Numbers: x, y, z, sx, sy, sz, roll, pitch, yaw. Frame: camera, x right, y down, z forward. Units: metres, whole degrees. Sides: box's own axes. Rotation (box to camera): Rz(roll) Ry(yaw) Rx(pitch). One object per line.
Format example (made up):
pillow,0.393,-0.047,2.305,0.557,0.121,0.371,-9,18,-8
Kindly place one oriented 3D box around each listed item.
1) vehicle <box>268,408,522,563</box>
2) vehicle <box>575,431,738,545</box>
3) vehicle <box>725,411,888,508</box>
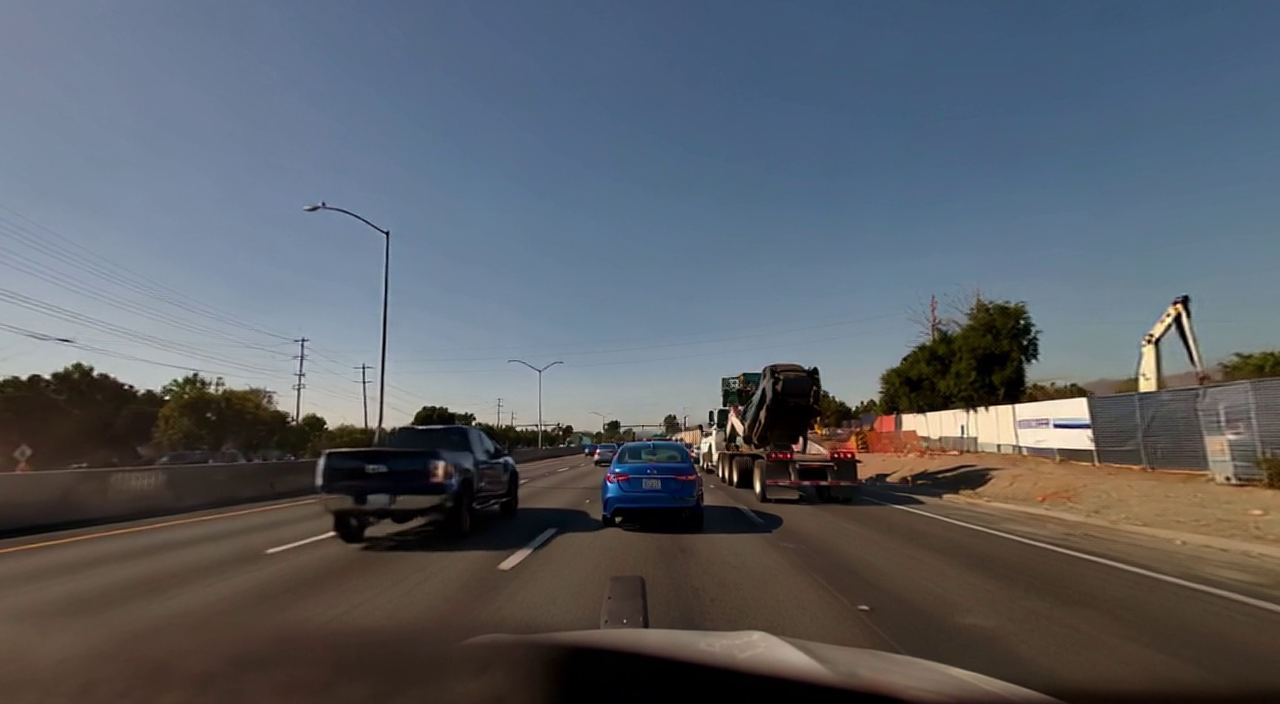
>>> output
vehicle,-3.158,1.822,9.263,1.989,1.729,4.184,0,-8,1
vehicle,0.237,2.108,10.470,2.128,1.473,4.272,0,-8,1
vehicle,3.943,2.736,16.504,2.555,2.017,6.201,0,-8,0
